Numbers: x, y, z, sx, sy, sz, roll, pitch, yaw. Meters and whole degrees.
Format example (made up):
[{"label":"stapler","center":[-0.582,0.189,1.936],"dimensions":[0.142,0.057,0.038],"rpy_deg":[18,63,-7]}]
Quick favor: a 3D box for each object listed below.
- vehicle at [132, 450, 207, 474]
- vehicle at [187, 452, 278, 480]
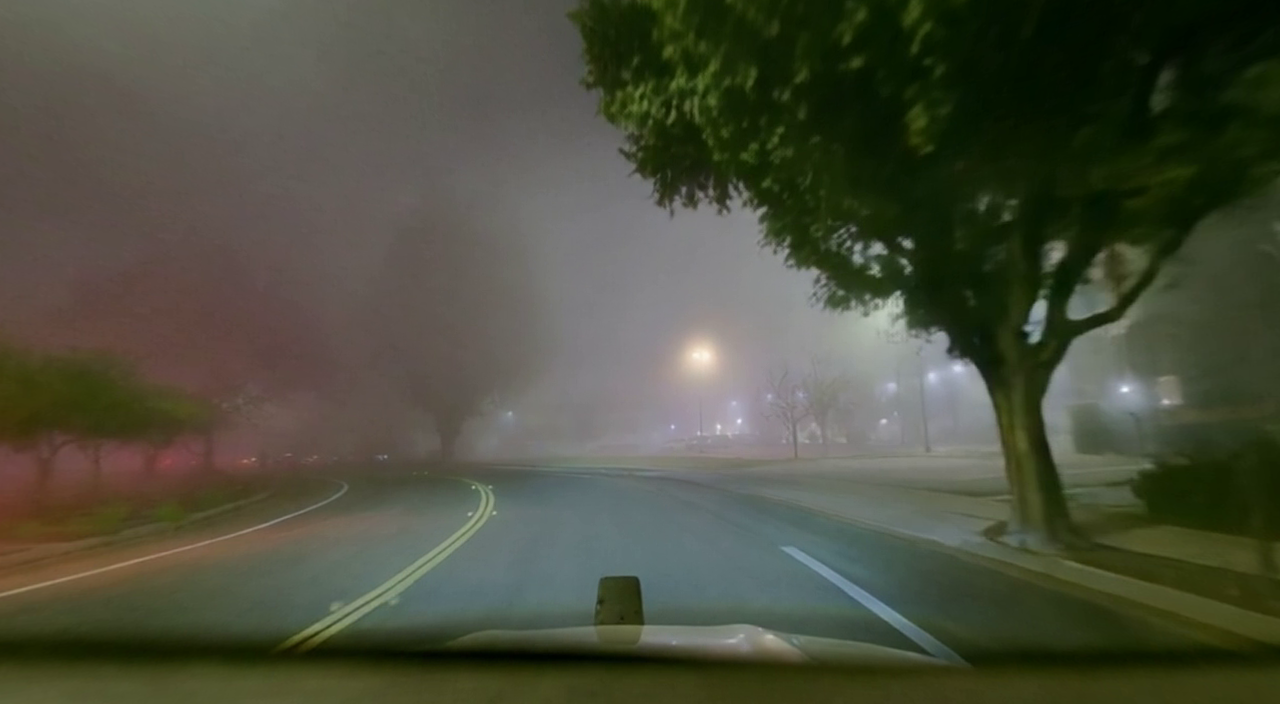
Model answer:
[{"label":"vehicle","center":[-33.369,7.814,44.812],"dimensions":[4.946,1.537,2.206],"rpy_deg":[-6,-9,26]},{"label":"vehicle","center":[-25.021,6.900,38.625],"dimensions":[7.241,1.161,2.772],"rpy_deg":[-6,-7,42]}]
